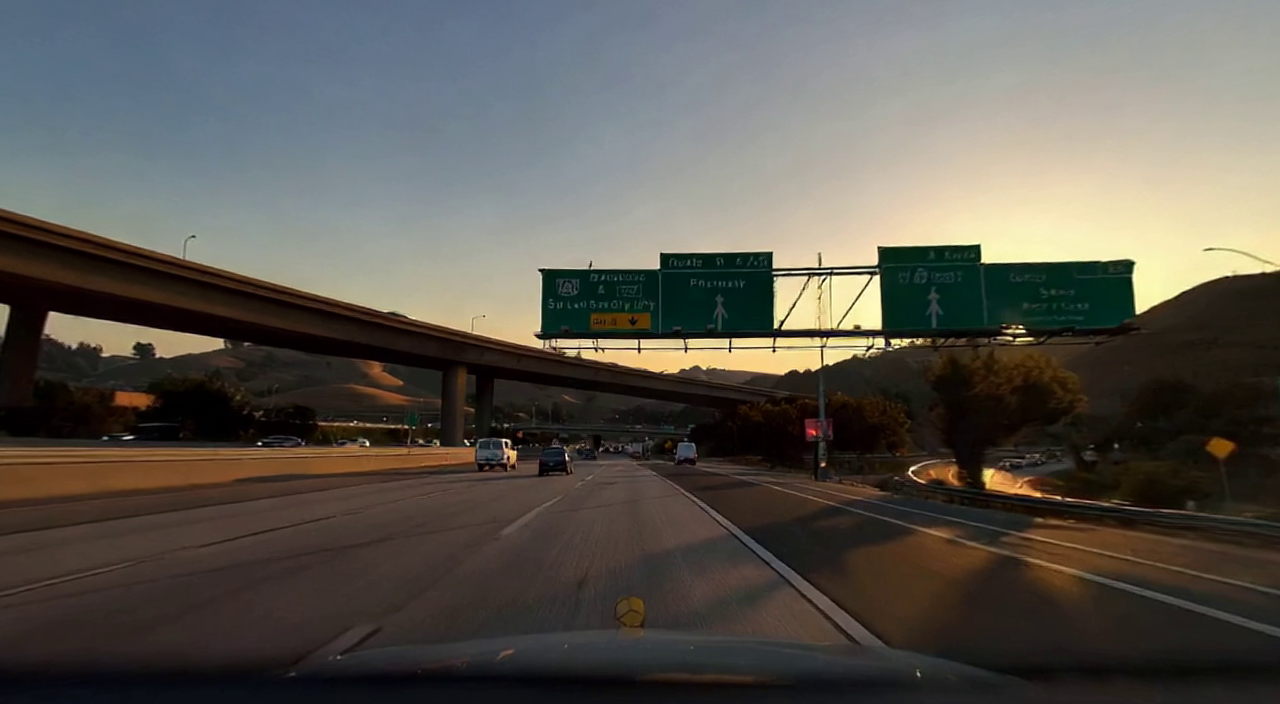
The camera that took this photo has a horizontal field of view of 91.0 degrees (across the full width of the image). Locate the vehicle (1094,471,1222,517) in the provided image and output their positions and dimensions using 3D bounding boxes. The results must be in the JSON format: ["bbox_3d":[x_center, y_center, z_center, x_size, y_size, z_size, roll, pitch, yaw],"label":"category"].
[{"bbox_3d":[21.774,5.957,26.785,2.103,1.523,4.653,-1,-9,10],"label":"vehicle"}]

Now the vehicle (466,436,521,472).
[{"bbox_3d":[-8.515,5.967,37.077,2.132,1.984,4.639,0,-8,-1],"label":"vehicle"}]

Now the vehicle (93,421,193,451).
[{"bbox_3d":[-34.676,5.953,44.237,2.229,1.985,5.898,0,-8,0],"label":"vehicle"}]

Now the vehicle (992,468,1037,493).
[{"bbox_3d":[27.529,9.406,46.363,1.944,1.528,4.123,-3,-9,19],"label":"vehicle"}]

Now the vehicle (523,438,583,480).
[{"bbox_3d":[-4.022,5.046,30.010,2.144,1.847,4.850,0,-8,0],"label":"vehicle"}]
